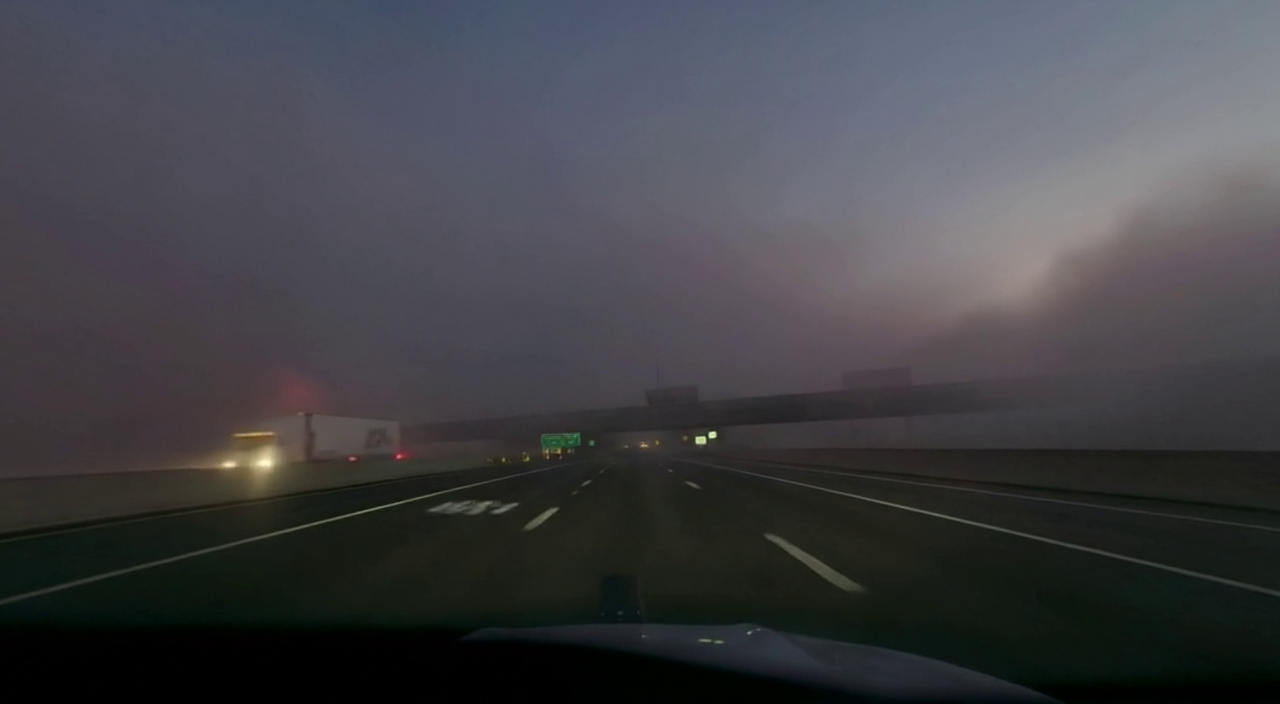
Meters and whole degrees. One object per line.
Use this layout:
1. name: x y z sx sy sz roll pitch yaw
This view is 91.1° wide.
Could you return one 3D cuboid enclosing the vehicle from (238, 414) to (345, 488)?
1. vehicle: -20.717 5.909 37.806 2.916 4.032 5.977 0 -9 -1
